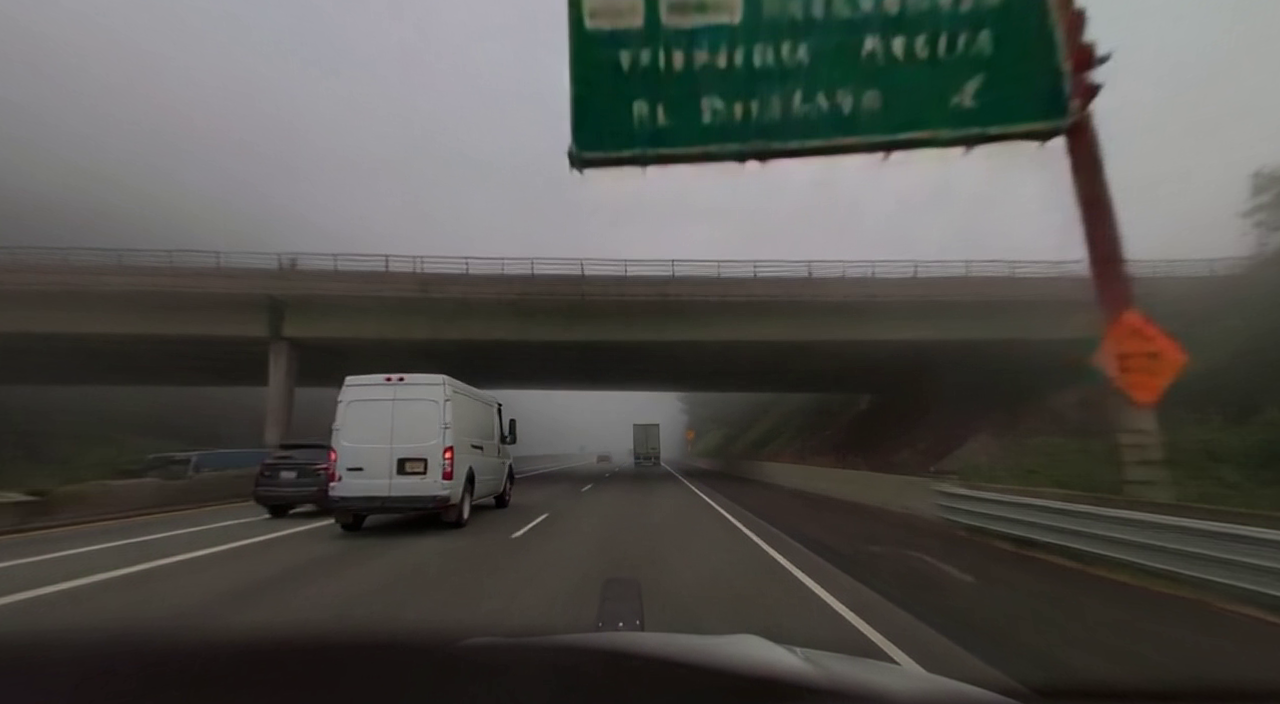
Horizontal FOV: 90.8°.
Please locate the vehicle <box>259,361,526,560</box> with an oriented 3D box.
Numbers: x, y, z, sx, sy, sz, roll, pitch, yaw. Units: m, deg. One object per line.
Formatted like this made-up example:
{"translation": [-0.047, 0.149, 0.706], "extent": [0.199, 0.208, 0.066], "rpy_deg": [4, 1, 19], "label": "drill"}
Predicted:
{"translation": [-3.899, 1.925, 11.635], "extent": [2.504, 2.694, 5.934], "rpy_deg": [0, -9, 0], "label": "vehicle"}
